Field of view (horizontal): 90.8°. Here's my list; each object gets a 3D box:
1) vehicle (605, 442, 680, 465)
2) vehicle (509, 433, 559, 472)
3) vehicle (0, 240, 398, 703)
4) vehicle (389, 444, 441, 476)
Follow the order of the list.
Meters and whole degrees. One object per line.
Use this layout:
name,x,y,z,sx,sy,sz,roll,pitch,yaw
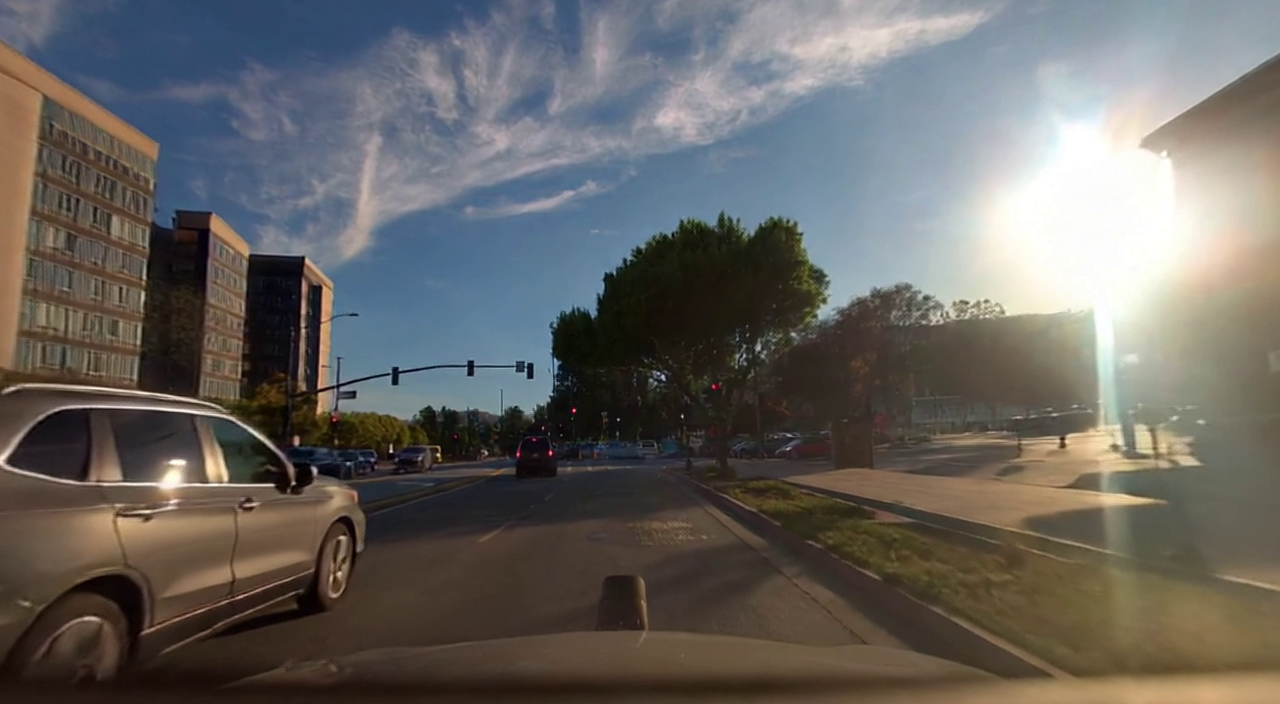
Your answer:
vehicle,0.146,7.578,47.457,5.257,1.627,2.161,-5,-10,30
vehicle,-5.290,5.107,32.092,2.134,1.799,5.082,1,-9,-6
vehicle,-3.395,0.665,2.642,2.509,1.885,5.831,0,-9,-1
vehicle,-12.186,5.853,34.506,1.925,1.631,4.250,1,-9,-10
